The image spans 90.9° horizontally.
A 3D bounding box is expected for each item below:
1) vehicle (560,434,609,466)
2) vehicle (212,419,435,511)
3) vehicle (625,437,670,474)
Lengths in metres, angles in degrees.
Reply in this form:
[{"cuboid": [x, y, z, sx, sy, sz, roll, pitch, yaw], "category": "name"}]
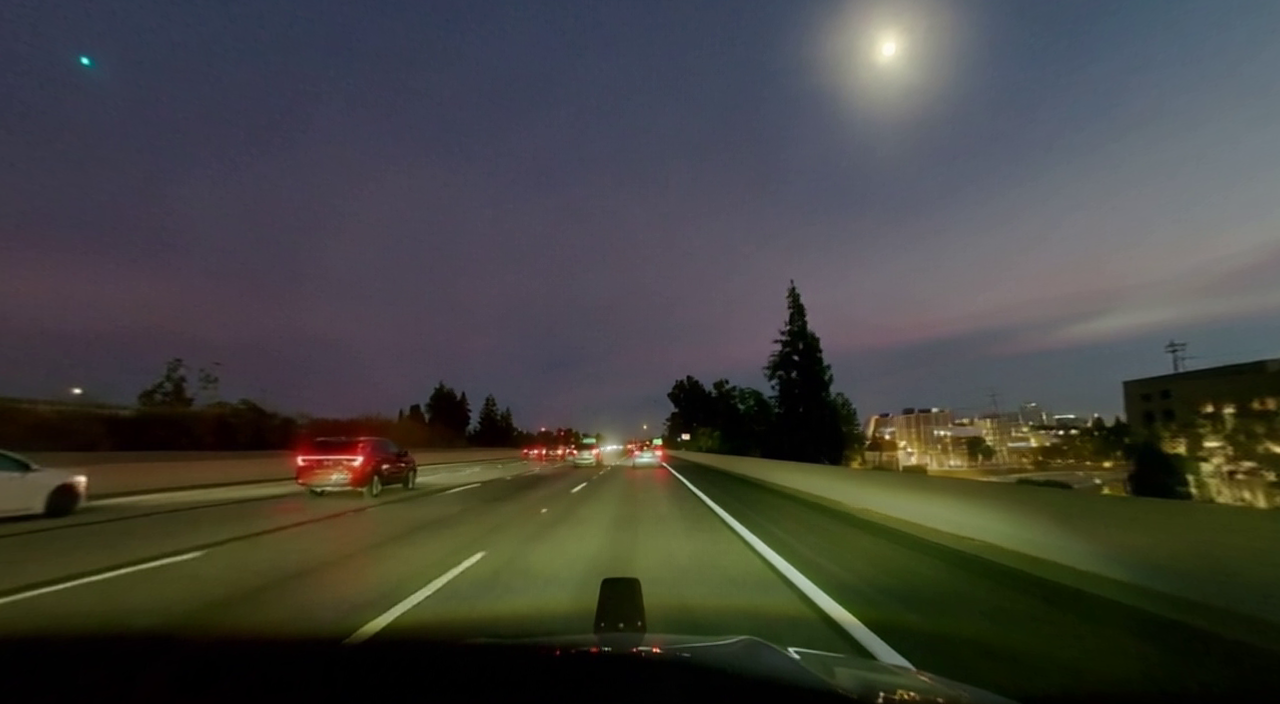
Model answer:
[{"cuboid": [-3.687, 6.704, 43.410, 2.751, 2.050, 5.761, 0, -8, 1], "category": "vehicle"}, {"cuboid": [-7.594, 2.791, 16.207, 2.521, 1.901, 5.988, 0, -8, 1], "category": "vehicle"}, {"cuboid": [0.329, 5.216, 31.999, 2.135, 1.697, 4.757, 0, -8, 0], "category": "vehicle"}]
